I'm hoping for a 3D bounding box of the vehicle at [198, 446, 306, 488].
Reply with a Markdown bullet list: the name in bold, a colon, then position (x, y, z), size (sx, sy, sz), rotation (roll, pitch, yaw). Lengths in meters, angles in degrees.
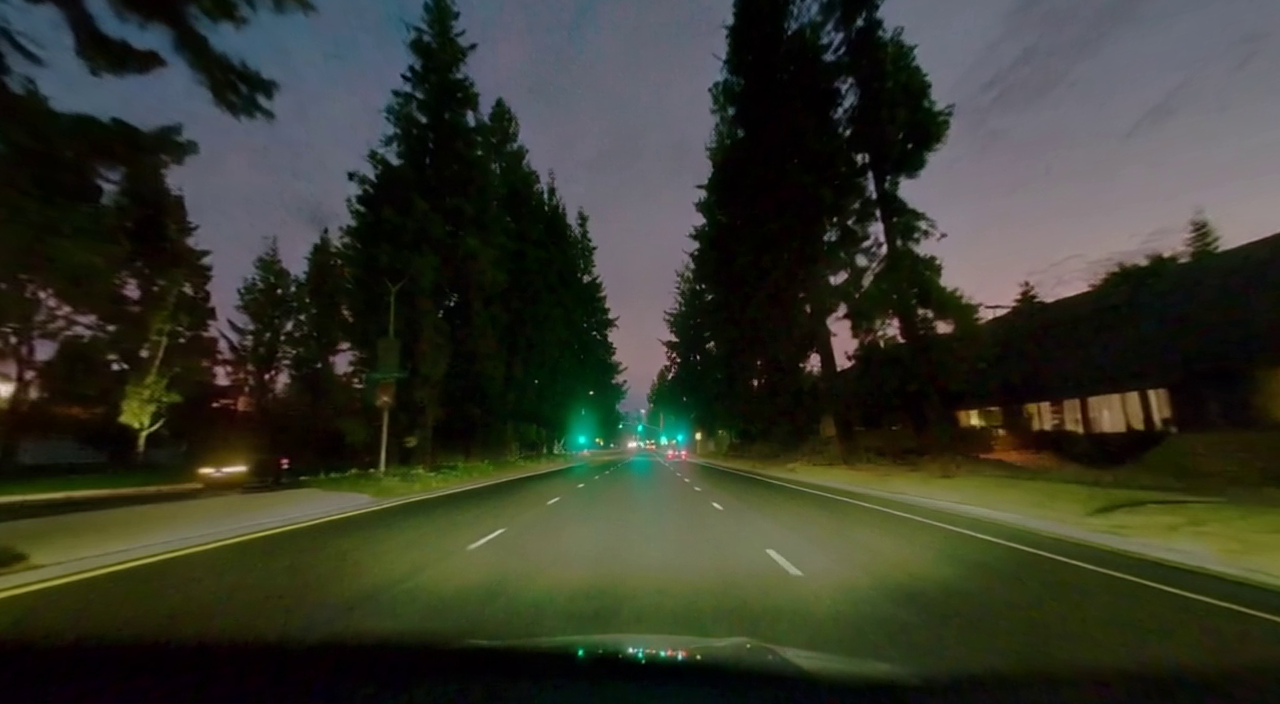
- **vehicle**: position (-17.938, 5.295, 29.494), size (1.978, 1.766, 4.752), rotation (0, -9, 0)
